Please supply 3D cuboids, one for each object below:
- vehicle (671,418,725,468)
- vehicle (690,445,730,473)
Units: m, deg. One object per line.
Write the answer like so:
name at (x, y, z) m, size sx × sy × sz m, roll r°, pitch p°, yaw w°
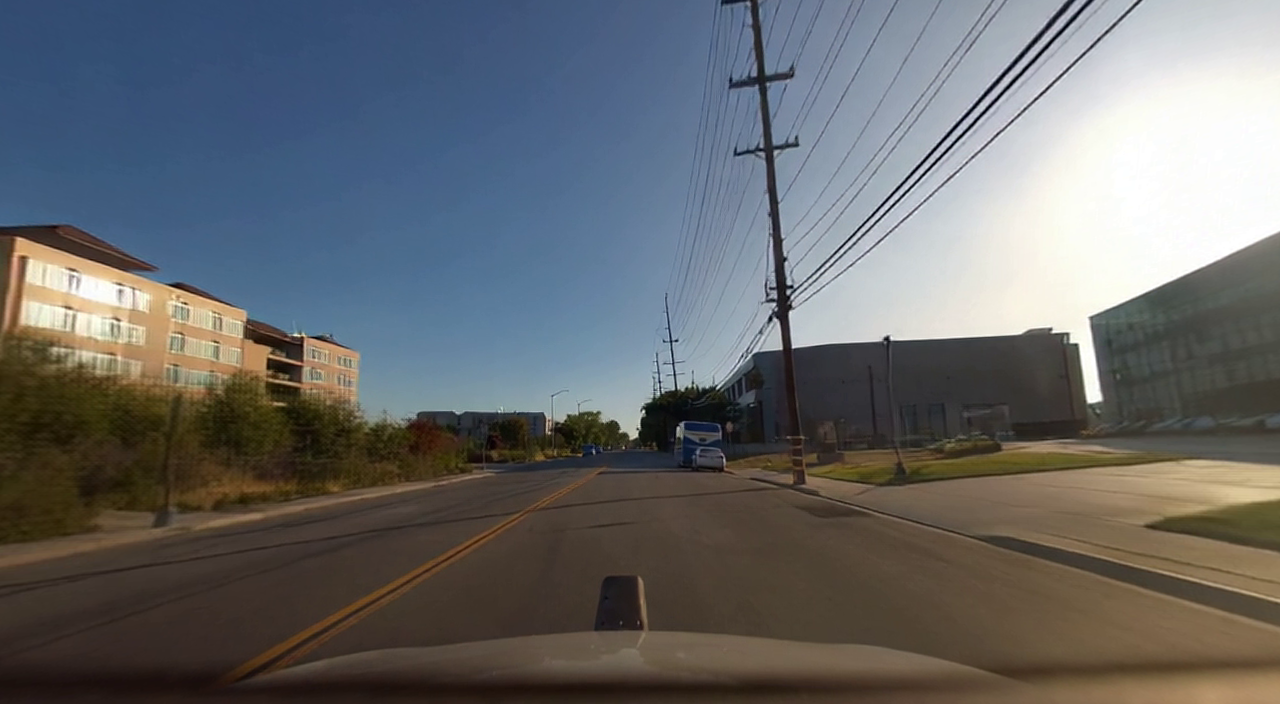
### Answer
vehicle at (4.033, 6.658, 45.955) m, size 3.110 × 3.241 × 8.788 m, roll 0°, pitch -9°, yaw 0°
vehicle at (4.227, 6.478, 38.440) m, size 1.852 × 1.497 × 3.672 m, roll -2°, pitch -8°, yaw -2°
